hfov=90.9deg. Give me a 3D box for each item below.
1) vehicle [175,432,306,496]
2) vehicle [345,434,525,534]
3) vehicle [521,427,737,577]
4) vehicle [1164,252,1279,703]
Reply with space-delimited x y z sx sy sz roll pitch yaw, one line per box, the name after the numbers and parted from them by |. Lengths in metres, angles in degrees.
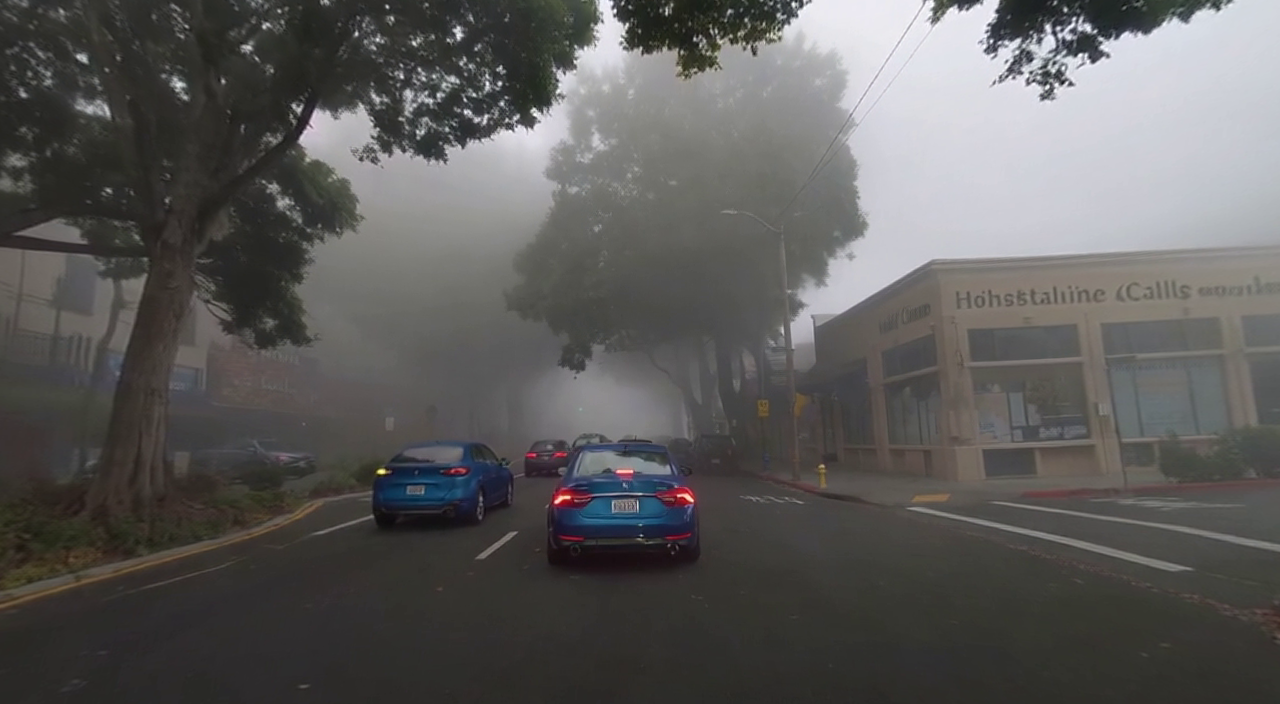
-19.160 5.366 30.736 2.286 2.777 5.926 -1 -9 2 | vehicle
-3.460 2.291 11.542 1.905 1.473 4.016 0 -9 0 | vehicle
-0.113 1.814 8.414 2.160 1.482 4.037 0 -9 0 | vehicle
3.322 0.372 0.289 2.152 1.987 4.527 0 -9 -1 | vehicle
